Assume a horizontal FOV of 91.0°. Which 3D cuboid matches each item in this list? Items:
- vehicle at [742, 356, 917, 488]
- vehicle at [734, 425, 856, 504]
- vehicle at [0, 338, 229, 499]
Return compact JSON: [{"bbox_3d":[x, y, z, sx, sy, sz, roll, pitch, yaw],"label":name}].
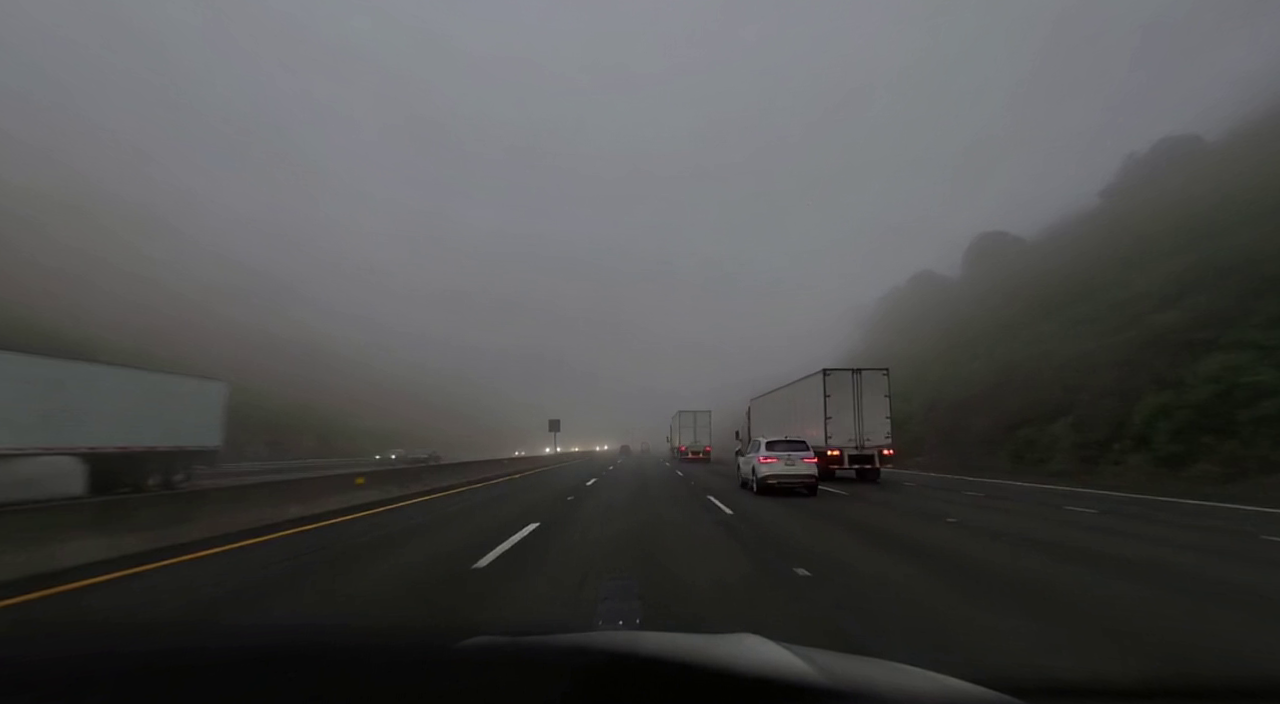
[{"bbox_3d":[7.323,3.415,28.143,2.947,4.199,16.175,0,-9,1],"label":"vehicle"},{"bbox_3d":[3.796,2.852,16.308,2.055,1.737,4.224,0,-9,0],"label":"vehicle"},{"bbox_3d":[-16.917,1.886,17.079,2.841,3.835,12.769,0,-9,0],"label":"vehicle"}]
